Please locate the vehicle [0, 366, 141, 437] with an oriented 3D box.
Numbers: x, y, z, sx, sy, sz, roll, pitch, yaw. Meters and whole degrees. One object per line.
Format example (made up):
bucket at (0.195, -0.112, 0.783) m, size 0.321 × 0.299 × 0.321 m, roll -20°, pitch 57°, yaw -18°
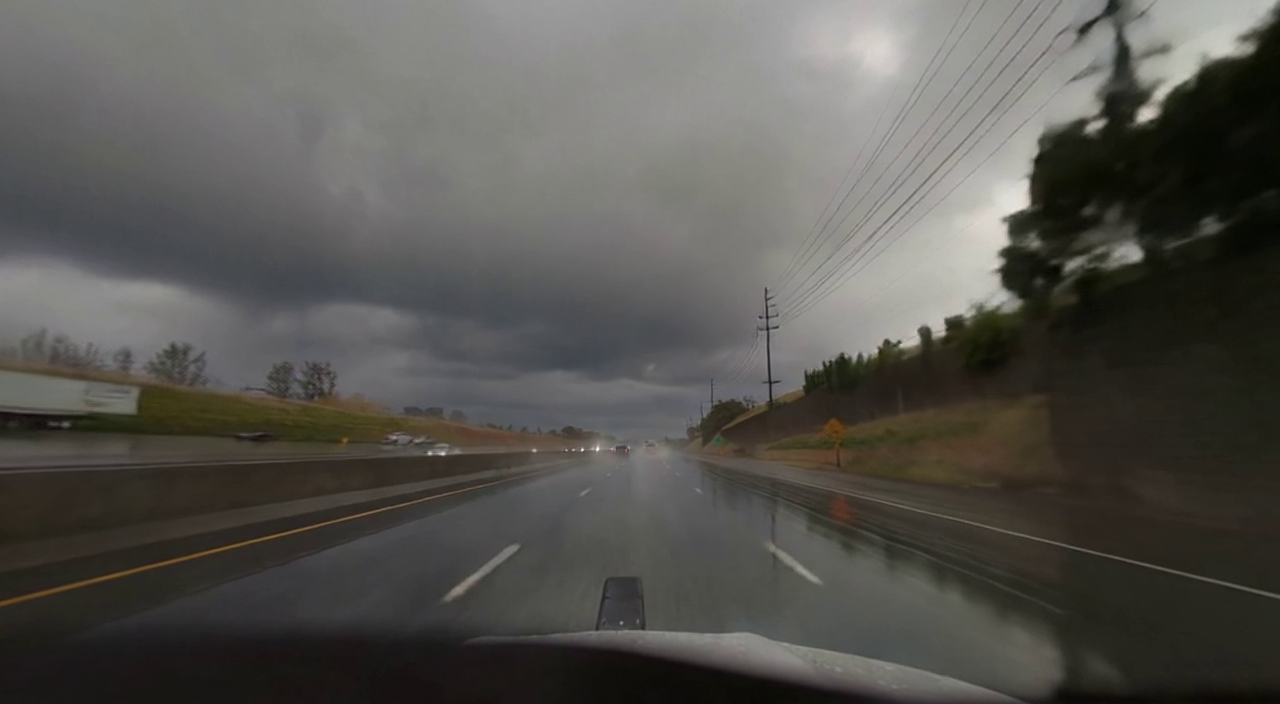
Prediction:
vehicle at (-38.615, 3.211, 39.506) m, size 2.782 × 3.917 × 14.022 m, roll 0°, pitch -9°, yaw 2°
